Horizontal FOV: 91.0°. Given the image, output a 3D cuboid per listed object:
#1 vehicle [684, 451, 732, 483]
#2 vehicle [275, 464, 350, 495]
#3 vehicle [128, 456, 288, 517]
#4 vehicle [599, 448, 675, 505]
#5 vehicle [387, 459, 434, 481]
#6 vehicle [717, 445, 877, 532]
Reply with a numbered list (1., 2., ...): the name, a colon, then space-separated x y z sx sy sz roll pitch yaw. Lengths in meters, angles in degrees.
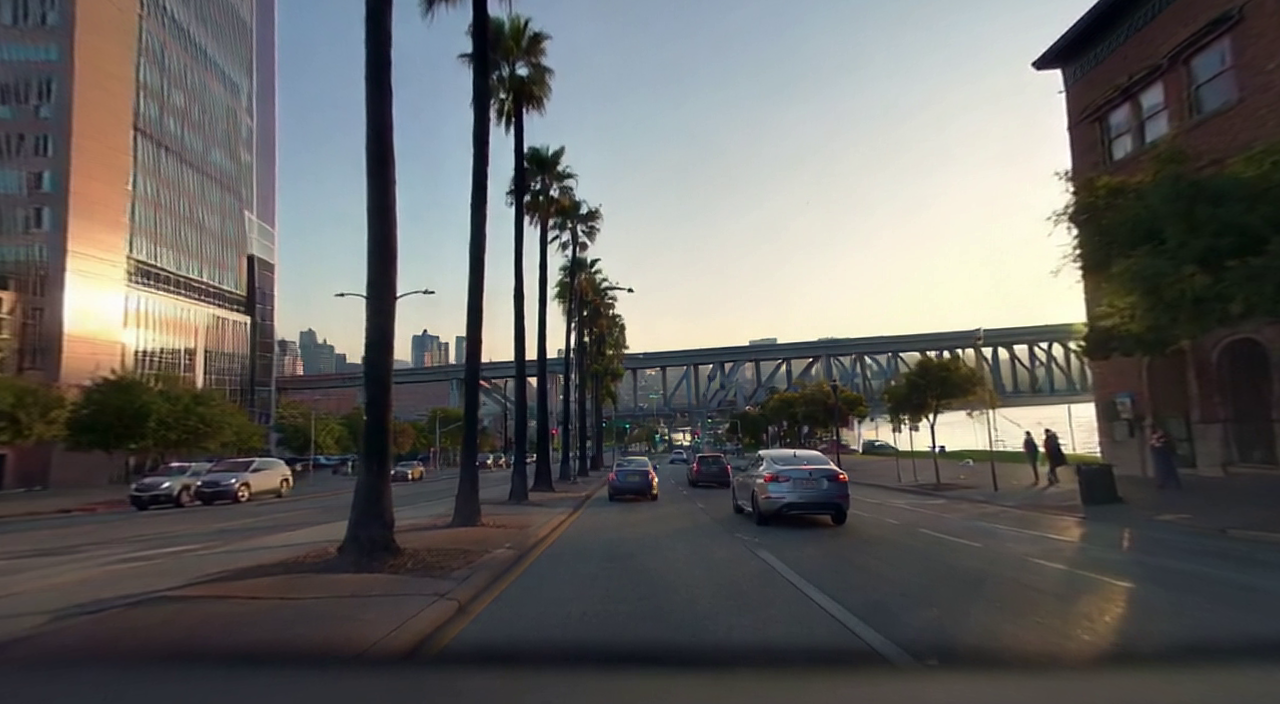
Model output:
1. vehicle: 3.379 5.783 31.910 2.115 1.500 3.524 0 -9 1
2. vehicle: -18.446 7.176 35.693 1.873 1.468 4.485 0 -9 0
3. vehicle: -14.665 4.543 21.816 2.104 1.802 4.852 0 -9 -1
4. vehicle: -0.033 3.684 19.093 2.077 1.518 3.760 0 -9 1
5. vehicle: -17.631 9.068 48.474 1.887 1.569 4.014 -1 -9 3
6. vehicle: 3.082 2.800 13.651 2.051 1.509 4.933 0 -9 -2
